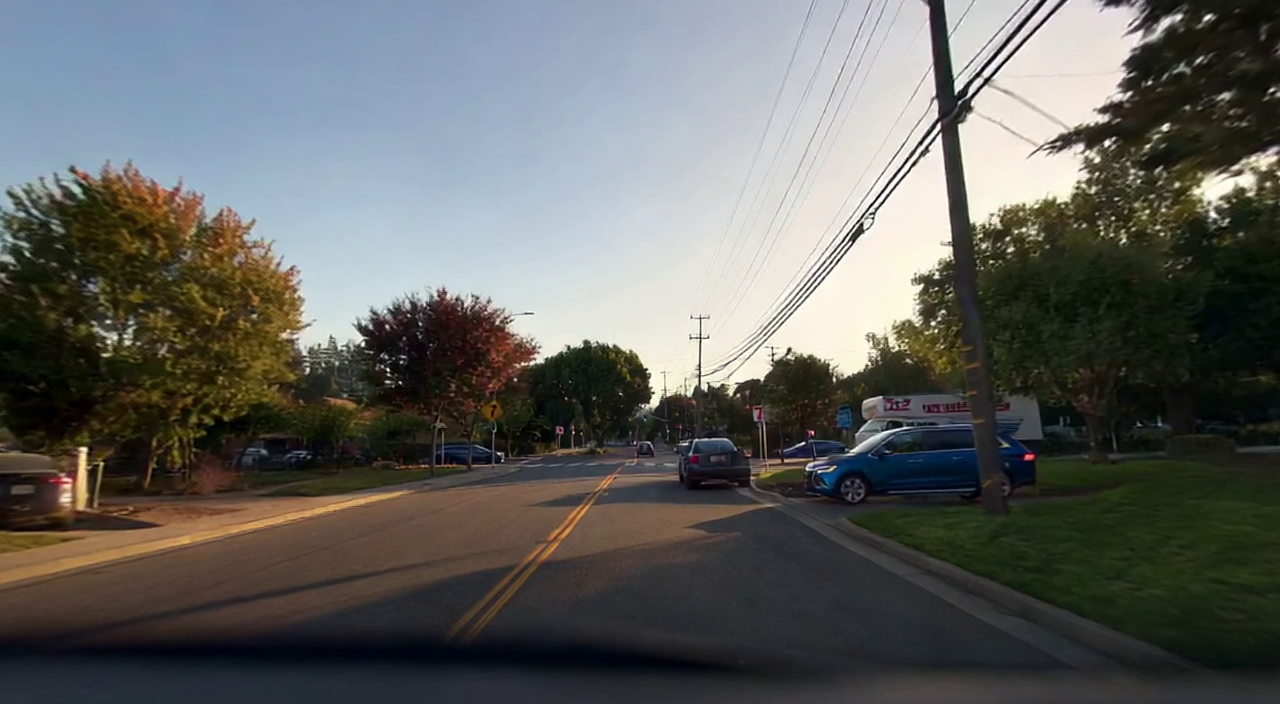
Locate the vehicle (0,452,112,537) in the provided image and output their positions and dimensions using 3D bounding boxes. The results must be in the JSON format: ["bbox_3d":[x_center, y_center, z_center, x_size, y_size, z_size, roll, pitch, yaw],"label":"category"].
[{"bbox_3d":[-12.522,2.692,12.309,3.793,1.440,2.026,-5,-10,28],"label":"vehicle"}]

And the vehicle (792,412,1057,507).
[{"bbox_3d":[5.993,2.353,14.020,4.814,1.872,2.220,-1,-9,7],"label":"vehicle"}]

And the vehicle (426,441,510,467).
[{"bbox_3d":[-13.041,7.801,48.370,5.866,1.904,2.197,1,-9,-6],"label":"vehicle"}]

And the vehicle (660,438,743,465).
[{"bbox_3d":[4.484,7.275,46.404,5.536,1.868,2.553,-7,-11,38],"label":"vehicle"}]
